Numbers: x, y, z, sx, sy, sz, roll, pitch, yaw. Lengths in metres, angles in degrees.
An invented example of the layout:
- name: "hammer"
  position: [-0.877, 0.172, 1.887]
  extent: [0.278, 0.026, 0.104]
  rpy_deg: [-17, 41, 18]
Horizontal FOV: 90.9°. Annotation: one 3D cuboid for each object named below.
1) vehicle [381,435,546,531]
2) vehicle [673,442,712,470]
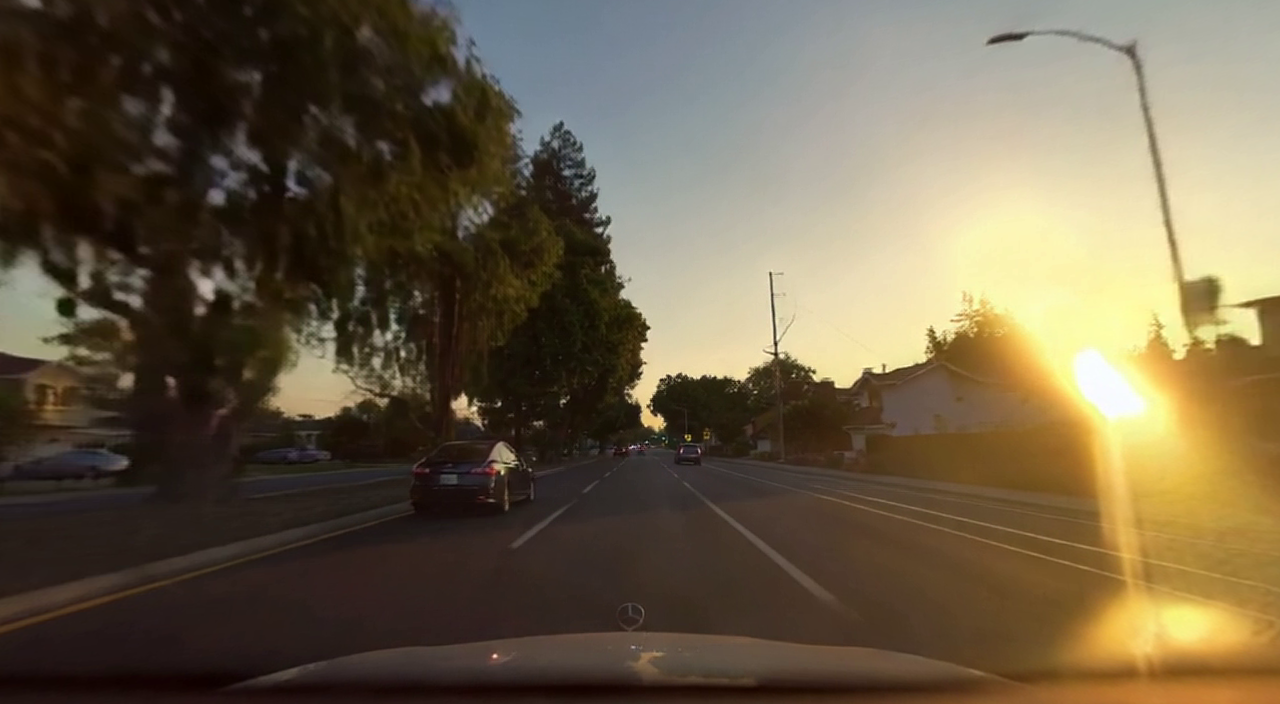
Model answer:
- name: "vehicle"
  position: [-3.193, 2.455, 12.471]
  extent: [1.966, 1.524, 4.410]
  rpy_deg: [0, -8, 0]
- name: "vehicle"
  position: [3.432, 6.903, 42.088]
  extent: [2.114, 1.780, 4.445]
  rpy_deg: [0, -8, -1]
